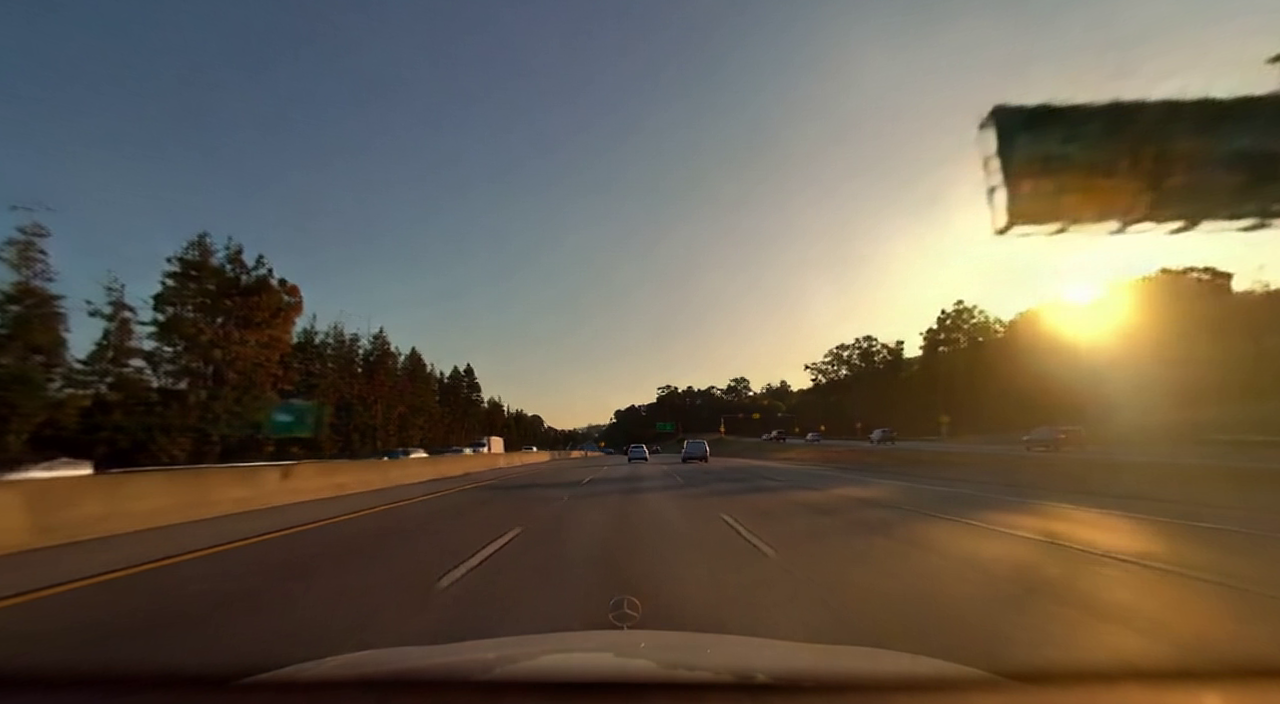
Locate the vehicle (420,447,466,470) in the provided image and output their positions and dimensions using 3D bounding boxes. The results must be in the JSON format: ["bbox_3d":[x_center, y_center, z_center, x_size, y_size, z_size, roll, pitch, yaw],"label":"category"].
[{"bbox_3d":[-15.260,8.224,49.113,2.047,1.671,4.892,0,-9,0],"label":"vehicle"}]

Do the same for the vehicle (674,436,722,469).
[{"bbox_3d":[3.683,6.599,41.518,2.505,2.020,5.532,0,-9,-1],"label":"vehicle"}]

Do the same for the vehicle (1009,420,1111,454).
[{"bbox_3d":[19.682,4.075,29.830,1.872,1.459,4.502,-1,-9,3],"label":"vehicle"}]

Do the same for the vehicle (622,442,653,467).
[{"bbox_3d":[-0.167,7.471,45.953,2.105,1.711,4.293,0,-9,0],"label":"vehicle"}]
